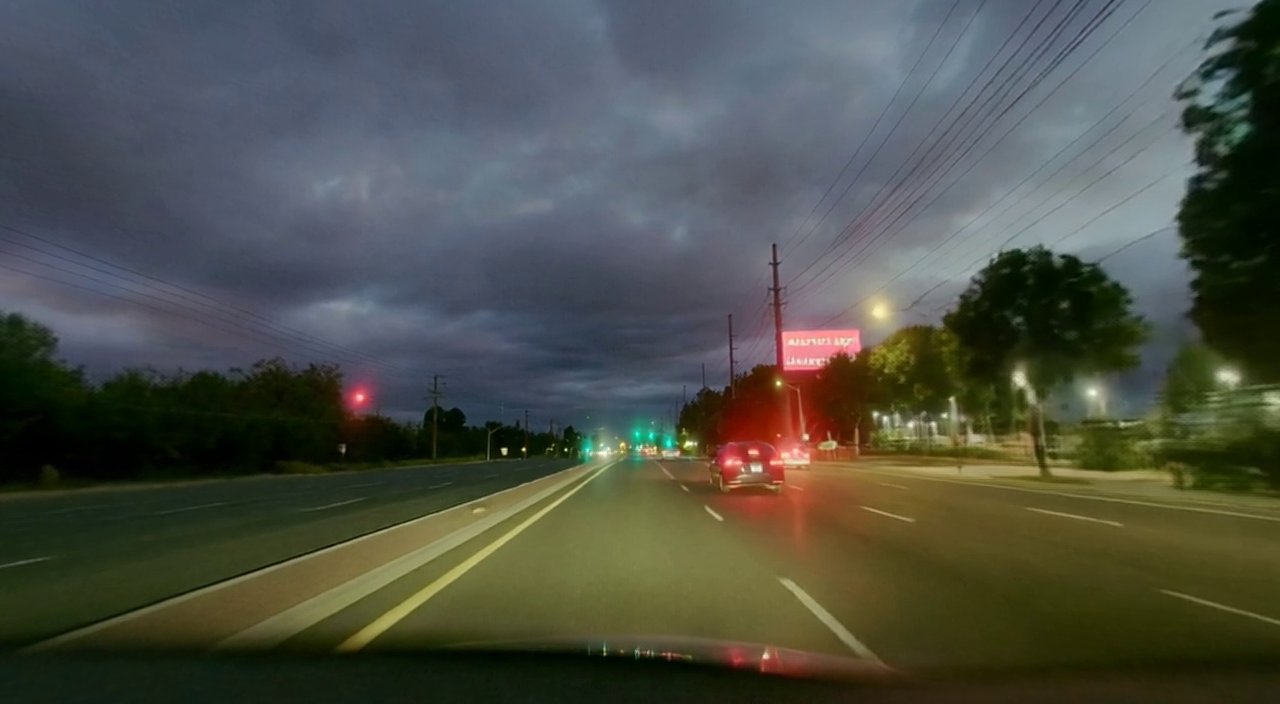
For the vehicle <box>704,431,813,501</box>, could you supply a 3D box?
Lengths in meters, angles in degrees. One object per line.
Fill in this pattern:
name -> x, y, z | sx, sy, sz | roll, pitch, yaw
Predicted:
vehicle -> 3.077, 3.051, 17.317 | 2.078, 1.668, 4.078 | 0, -8, -2
